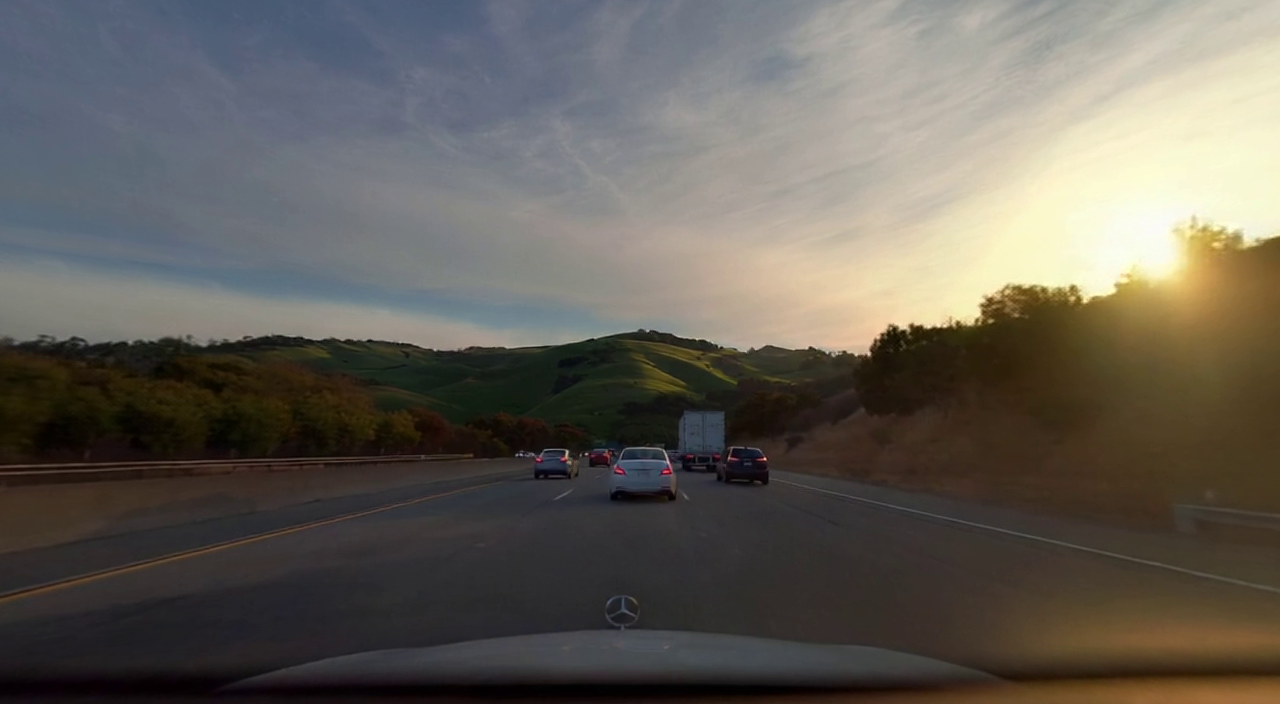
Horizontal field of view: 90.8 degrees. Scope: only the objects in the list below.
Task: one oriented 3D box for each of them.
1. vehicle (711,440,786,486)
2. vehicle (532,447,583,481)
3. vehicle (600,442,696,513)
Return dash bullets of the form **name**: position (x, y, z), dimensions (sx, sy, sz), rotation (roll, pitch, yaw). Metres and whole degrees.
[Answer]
- **vehicle**: position (4.050, 4.254, 24.318), dimensions (2.029, 1.579, 4.484), rotation (0, -9, -1)
- **vehicle**: position (-3.844, 5.311, 30.114), dimensions (1.848, 1.486, 3.832), rotation (0, -9, 1)
- **vehicle**: position (0.168, 2.964, 15.274), dimensions (2.041, 1.484, 3.535), rotation (0, -9, 0)
